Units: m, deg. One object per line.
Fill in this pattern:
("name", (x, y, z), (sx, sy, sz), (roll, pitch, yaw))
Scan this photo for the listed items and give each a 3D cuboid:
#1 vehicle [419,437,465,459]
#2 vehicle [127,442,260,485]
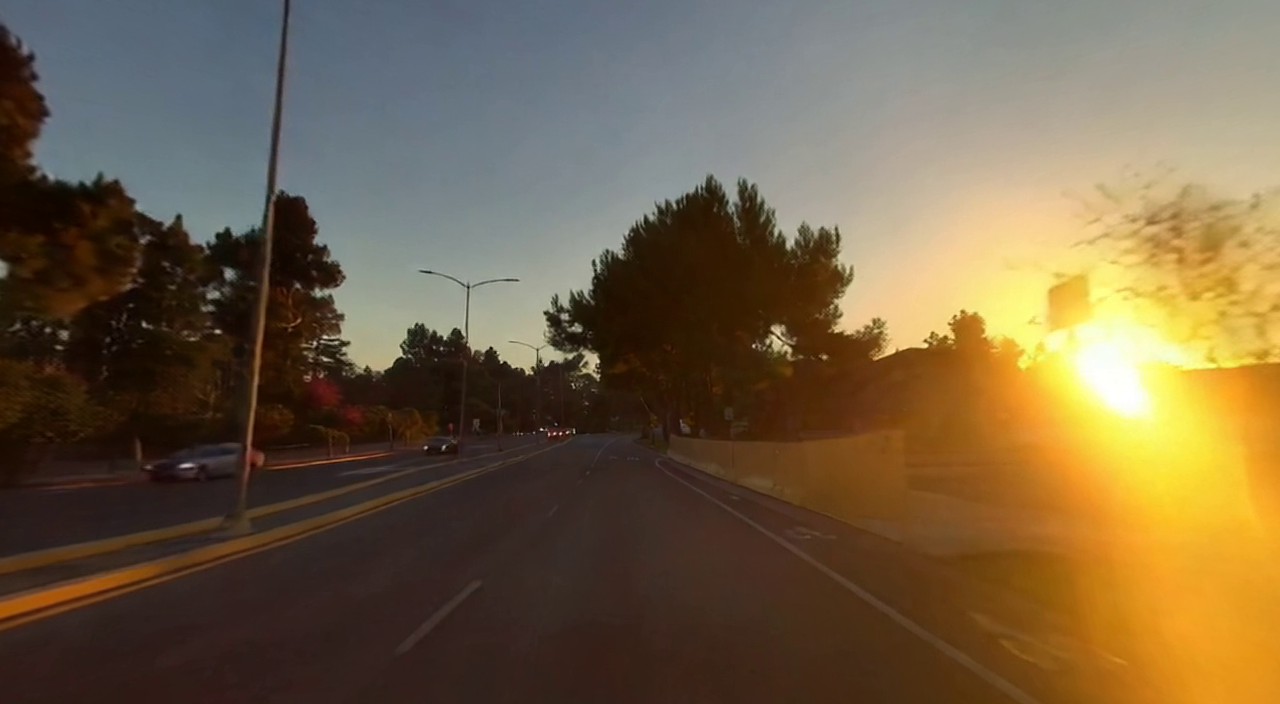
("vehicle", (-14.683, 7.171, 47.188), (1.969, 1.563, 4.648), (0, -9, -1))
("vehicle", (-17.559, 4.402, 25.204), (1.892, 1.521, 4.641), (0, -9, 0))
